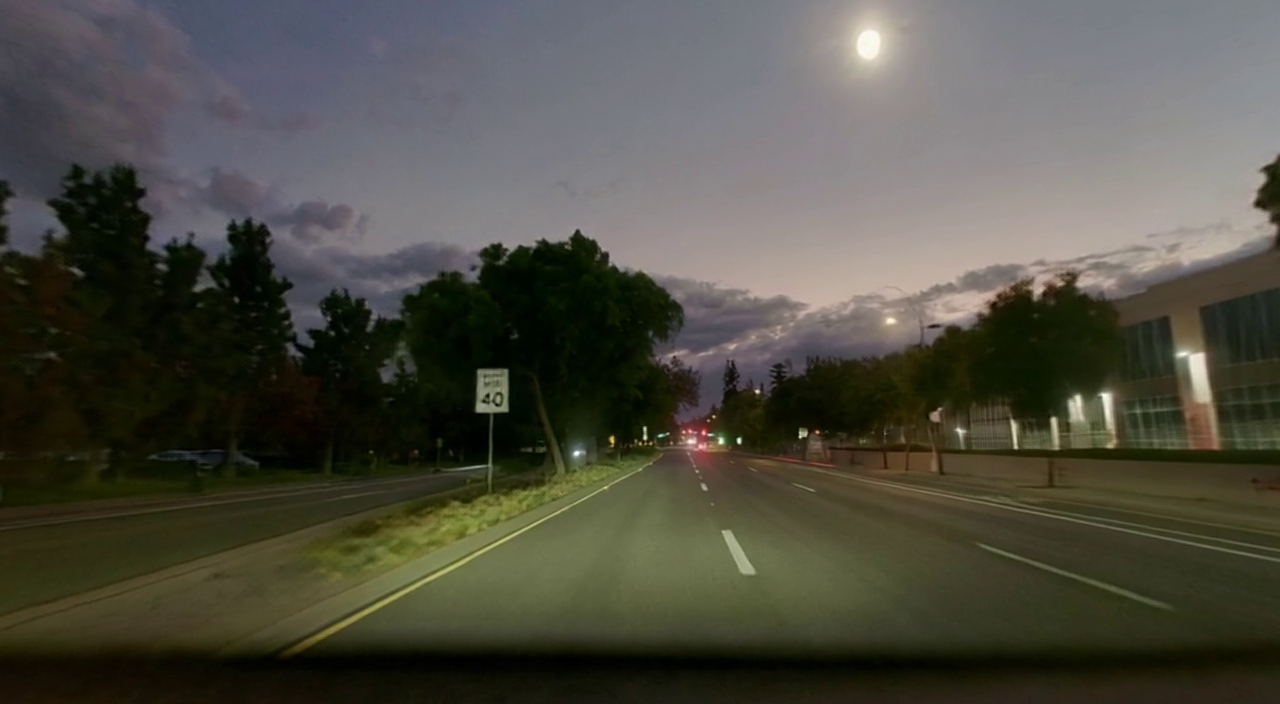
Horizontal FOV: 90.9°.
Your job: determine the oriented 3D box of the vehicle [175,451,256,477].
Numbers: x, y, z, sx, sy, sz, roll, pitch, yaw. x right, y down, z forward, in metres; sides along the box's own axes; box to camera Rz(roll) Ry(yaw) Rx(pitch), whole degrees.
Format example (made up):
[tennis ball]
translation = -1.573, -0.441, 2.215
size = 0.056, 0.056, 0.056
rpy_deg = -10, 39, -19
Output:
[vehicle]
translation = -25.569, 6.738, 38.052
size = 3.651, 1.453, 1.643
rpy_deg = 0, -8, 2
